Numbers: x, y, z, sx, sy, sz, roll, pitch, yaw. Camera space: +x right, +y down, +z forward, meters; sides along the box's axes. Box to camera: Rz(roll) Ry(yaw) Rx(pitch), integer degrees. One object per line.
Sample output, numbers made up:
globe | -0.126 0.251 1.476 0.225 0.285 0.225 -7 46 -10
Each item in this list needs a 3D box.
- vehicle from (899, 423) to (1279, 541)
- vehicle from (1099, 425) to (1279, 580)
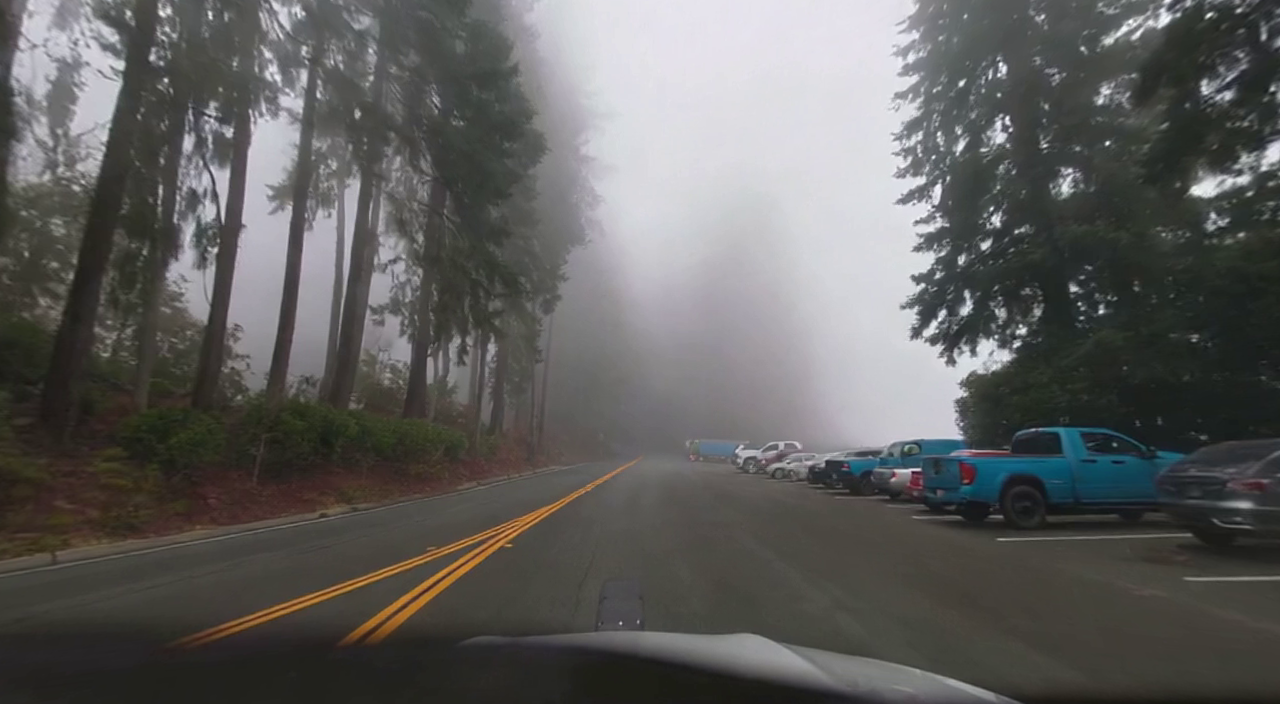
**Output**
vehicle | 7.584 2.192 11.059 5.072 1.802 2.236 0 -8 -3
vehicle | 8.772 1.861 8.311 3.853 1.732 2.049 0 -8 -3
